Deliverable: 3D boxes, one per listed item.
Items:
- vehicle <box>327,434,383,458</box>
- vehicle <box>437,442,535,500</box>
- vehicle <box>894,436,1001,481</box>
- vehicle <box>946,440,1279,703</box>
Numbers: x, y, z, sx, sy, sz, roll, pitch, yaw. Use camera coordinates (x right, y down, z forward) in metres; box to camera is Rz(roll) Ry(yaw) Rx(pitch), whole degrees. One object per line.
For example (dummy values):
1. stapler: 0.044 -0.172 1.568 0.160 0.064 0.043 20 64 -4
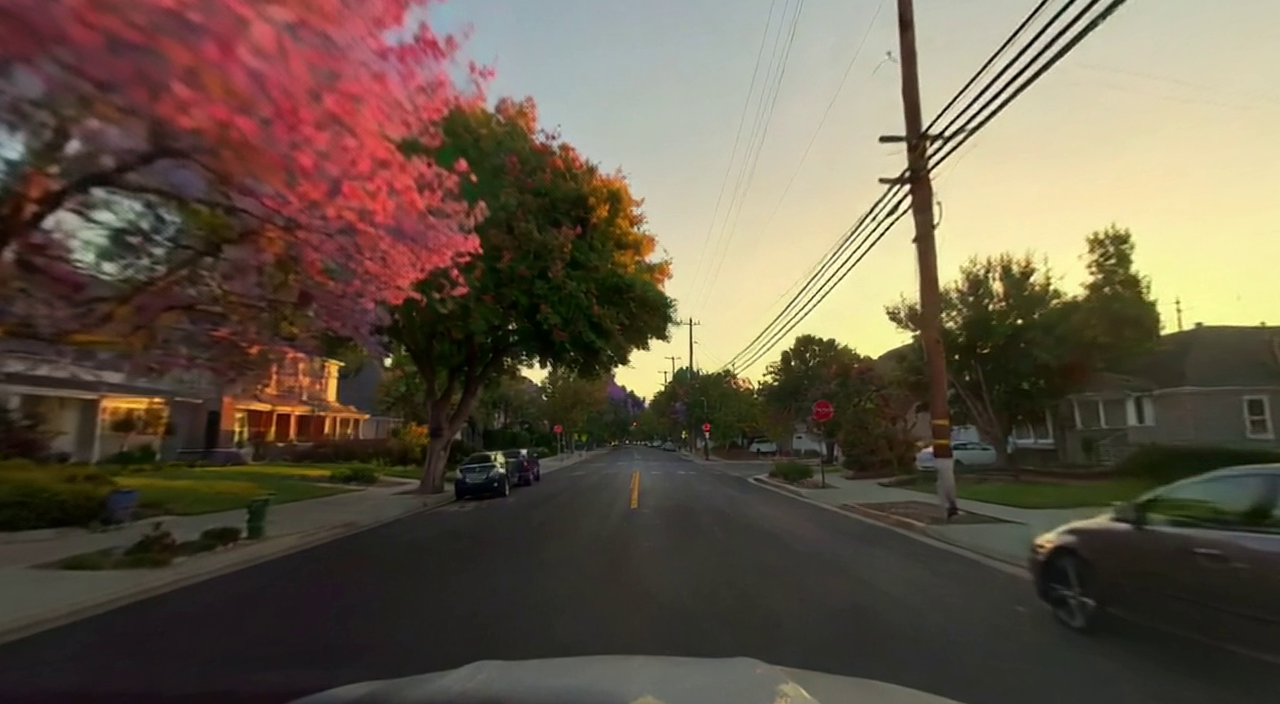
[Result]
1. vehicle: -18.991 6.254 41.994 1.870 1.492 4.472 8 -12 -44
2. vehicle: -4.684 3.650 19.910 1.938 1.508 4.481 0 -7 0
3. vehicle: 11.840 4.107 24.745 1.881 1.574 4.670 0 -8 1
4. vehicle: 4.184 1.259 3.708 2.074 1.466 5.046 0 -8 -3
